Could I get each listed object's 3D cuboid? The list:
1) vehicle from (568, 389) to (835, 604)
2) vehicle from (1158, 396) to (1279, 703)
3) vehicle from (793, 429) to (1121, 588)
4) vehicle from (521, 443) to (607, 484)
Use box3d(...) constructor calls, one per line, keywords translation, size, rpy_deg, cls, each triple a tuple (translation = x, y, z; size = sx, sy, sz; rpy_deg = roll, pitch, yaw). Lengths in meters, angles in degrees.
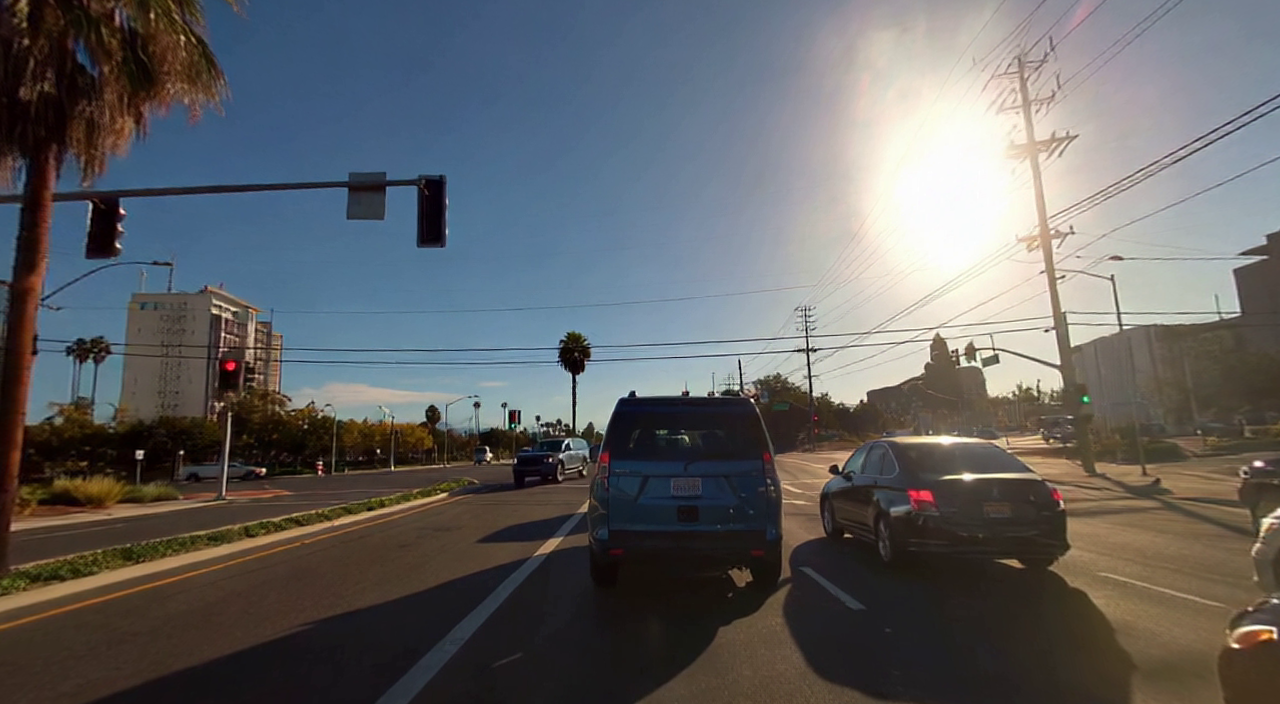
box3d(translation=(0.446, 1.525, 7.471), size=(2.228, 1.780, 4.269), rpy_deg=(0, -9, -2), cls="vehicle")
box3d(translation=(3.353, 0.663, 0.743), size=(1.805, 1.485, 4.348), rpy_deg=(0, -9, 1), cls="vehicle")
box3d(translation=(3.465, 1.775, 8.026), size=(1.895, 1.456, 4.255), rpy_deg=(0, -9, -1), cls="vehicle")
box3d(translation=(-3.410, 4.841, 27.689), size=(1.964, 1.628, 4.415), rpy_deg=(6, -10, -33), cls="vehicle")
